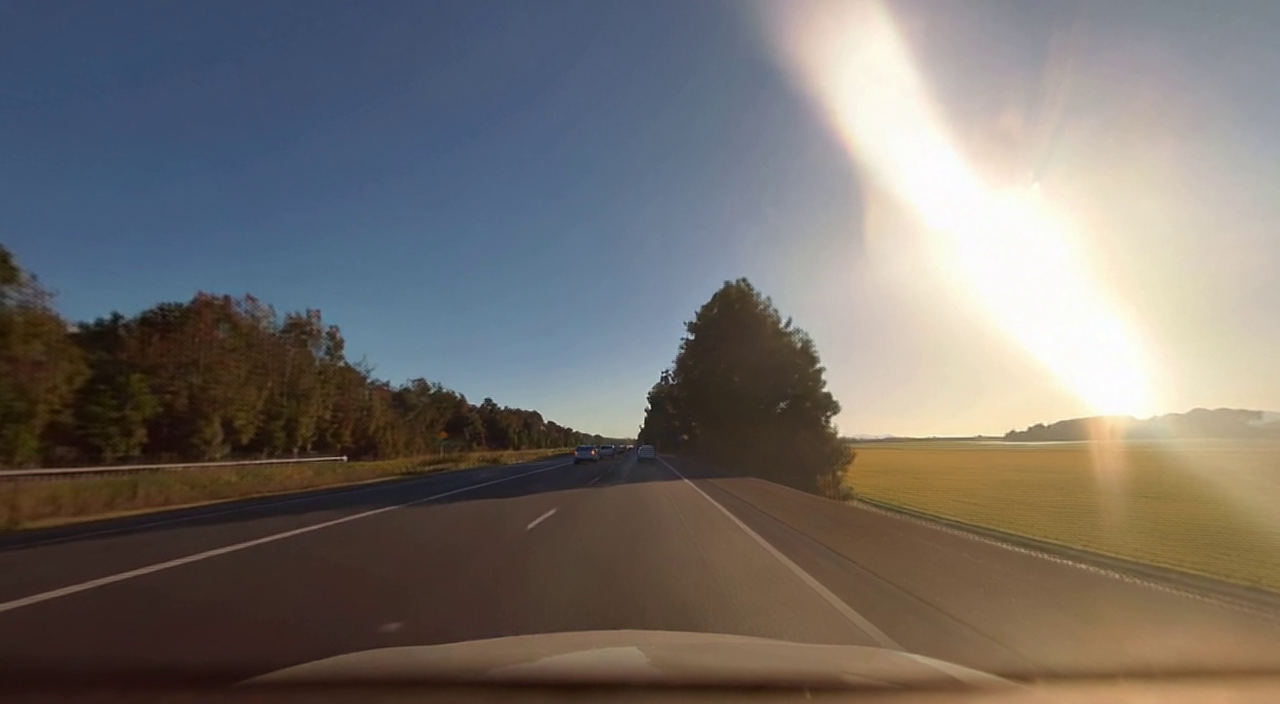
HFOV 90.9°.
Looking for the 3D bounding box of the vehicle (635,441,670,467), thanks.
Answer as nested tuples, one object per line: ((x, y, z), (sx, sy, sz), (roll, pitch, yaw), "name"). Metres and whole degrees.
((0.829, 6.960, 43.272), (2.259, 1.697, 4.106), (0, -8, 1), "vehicle")

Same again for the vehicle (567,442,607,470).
((-3.271, 6.500, 39.527), (2.028, 1.634, 4.441), (0, -8, 1), "vehicle")
